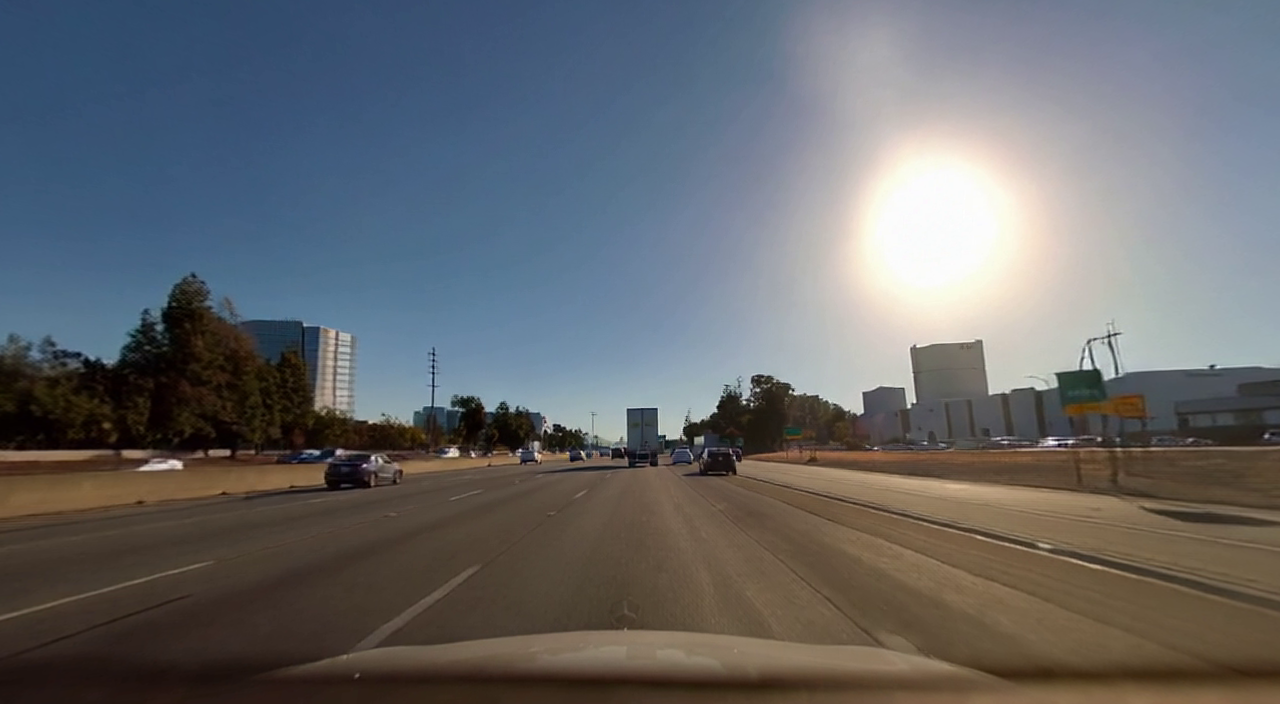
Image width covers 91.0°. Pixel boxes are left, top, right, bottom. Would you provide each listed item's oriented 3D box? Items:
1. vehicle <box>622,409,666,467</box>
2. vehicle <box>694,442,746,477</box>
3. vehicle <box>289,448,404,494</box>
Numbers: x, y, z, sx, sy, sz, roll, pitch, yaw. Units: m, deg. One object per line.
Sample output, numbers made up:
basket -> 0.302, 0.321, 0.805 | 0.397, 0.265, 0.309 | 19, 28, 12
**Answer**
vehicle -> 0.440, 6.661, 47.991 | 3.012, 3.928, 10.262 | 0, -9, 2
vehicle -> 4.064, 5.562, 32.762 | 2.107, 1.707, 4.445 | 0, -9, 0
vehicle -> -10.678, 4.327, 23.332 | 2.015, 1.521, 4.550 | 0, -9, 1
